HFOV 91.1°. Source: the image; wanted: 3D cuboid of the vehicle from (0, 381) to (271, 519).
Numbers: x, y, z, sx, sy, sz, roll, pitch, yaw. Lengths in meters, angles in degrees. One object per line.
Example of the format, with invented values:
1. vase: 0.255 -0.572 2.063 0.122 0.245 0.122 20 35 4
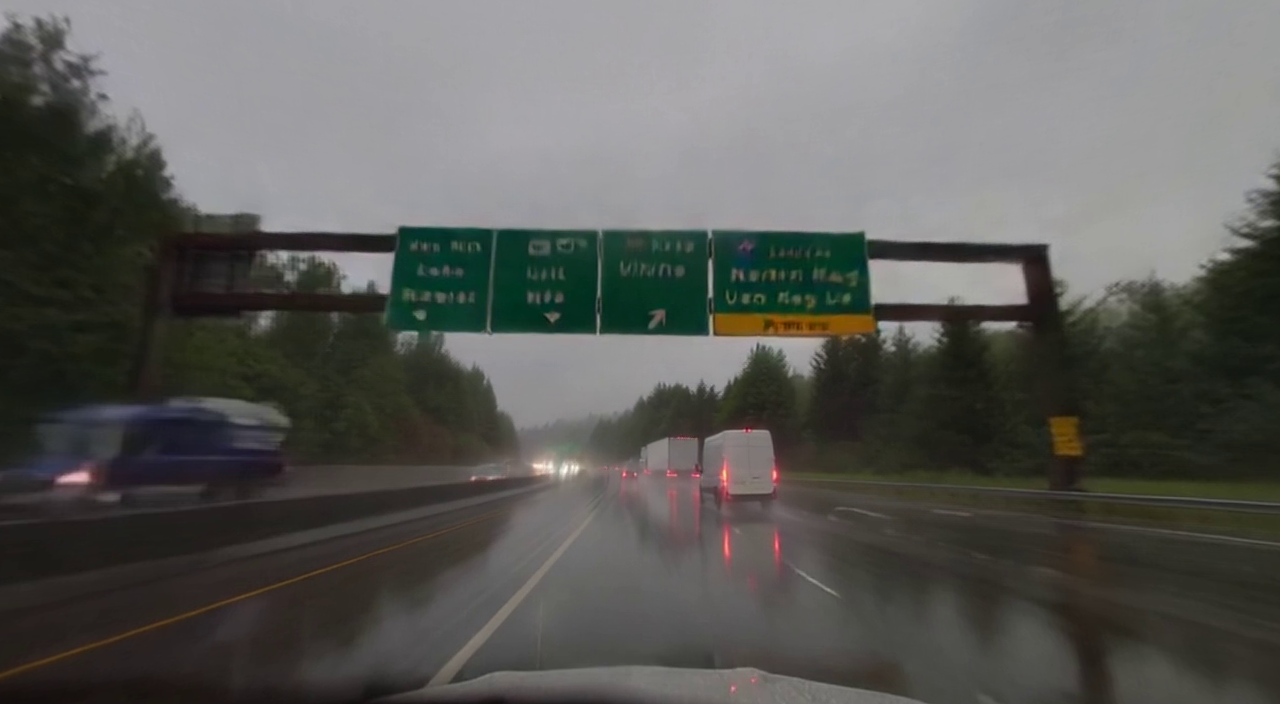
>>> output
1. vehicle: -13.685 2.785 17.470 2.623 3.039 6.703 1 -10 0

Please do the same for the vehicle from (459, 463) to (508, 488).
1. vehicle: -10.010 7.920 40.513 1.912 1.497 4.625 1 -10 0

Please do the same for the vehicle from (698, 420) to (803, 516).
1. vehicle: 3.360 3.747 20.432 2.291 2.639 5.280 1 -10 -2

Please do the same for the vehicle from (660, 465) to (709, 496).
1. vehicle: 2.261 6.755 33.281 2.081 1.453 4.300 1 -10 -3
